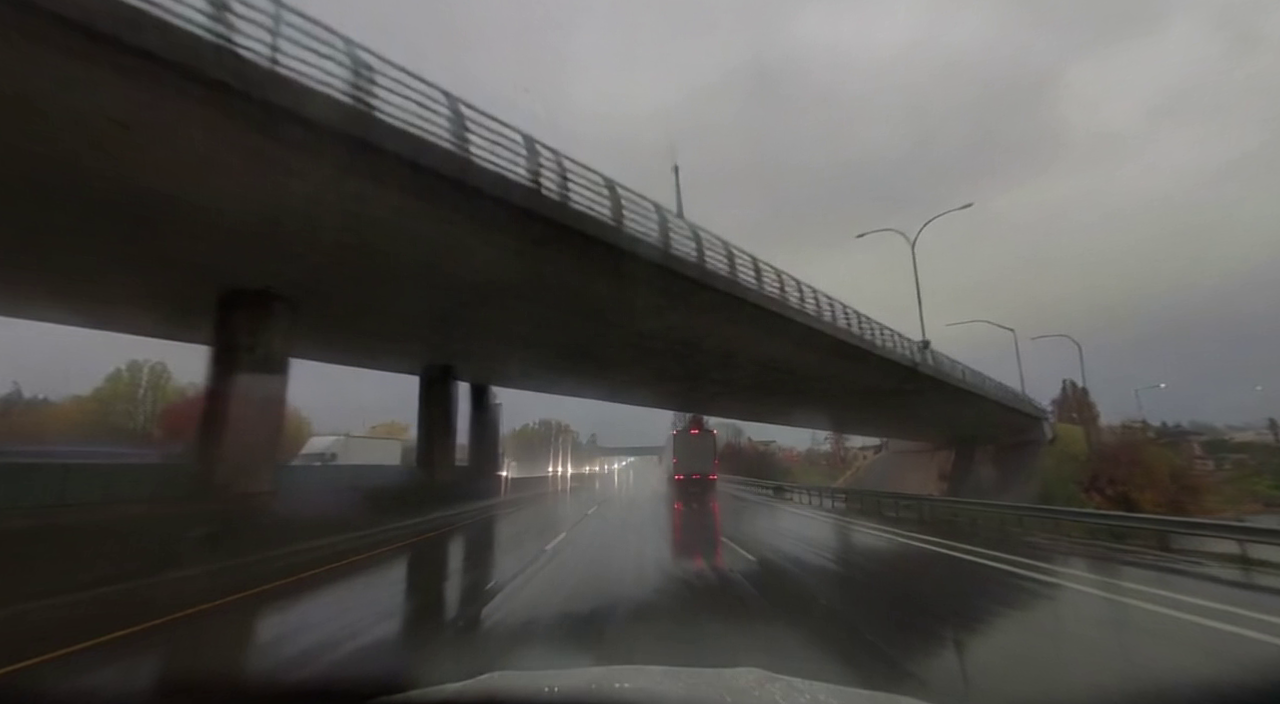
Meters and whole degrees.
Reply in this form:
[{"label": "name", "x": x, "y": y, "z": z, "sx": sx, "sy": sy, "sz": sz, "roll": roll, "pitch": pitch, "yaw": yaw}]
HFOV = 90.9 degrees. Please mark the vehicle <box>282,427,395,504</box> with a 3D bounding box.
[{"label": "vehicle", "x": -19.393, "y": 7.467, "z": 41.341, "sx": 3.253, "sy": 4.467, "sz": 7.826, "roll": 1, "pitch": -10, "yaw": 1}]
